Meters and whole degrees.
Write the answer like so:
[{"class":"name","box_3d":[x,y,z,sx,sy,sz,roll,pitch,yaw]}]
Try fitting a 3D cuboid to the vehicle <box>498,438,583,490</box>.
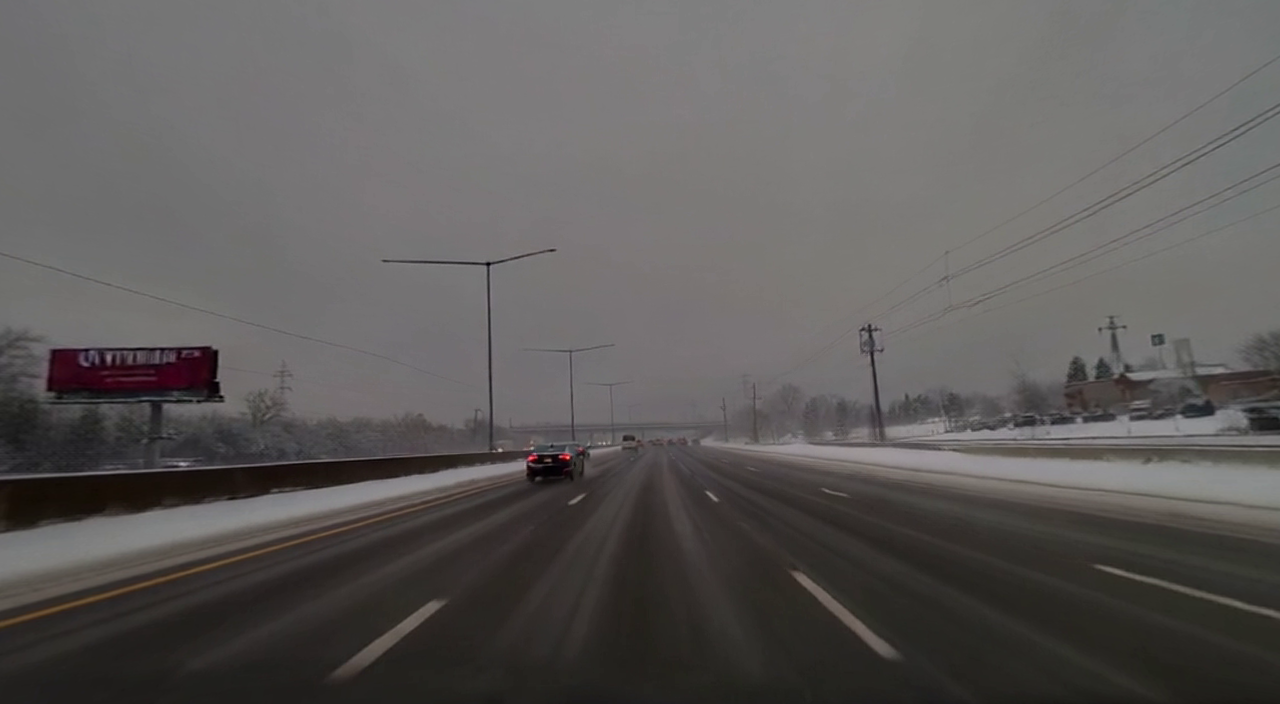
[{"class":"vehicle","box_3d":[-2.983,3.457,19.768,1.891,1.444,3.968,-1,-8,2]}]
